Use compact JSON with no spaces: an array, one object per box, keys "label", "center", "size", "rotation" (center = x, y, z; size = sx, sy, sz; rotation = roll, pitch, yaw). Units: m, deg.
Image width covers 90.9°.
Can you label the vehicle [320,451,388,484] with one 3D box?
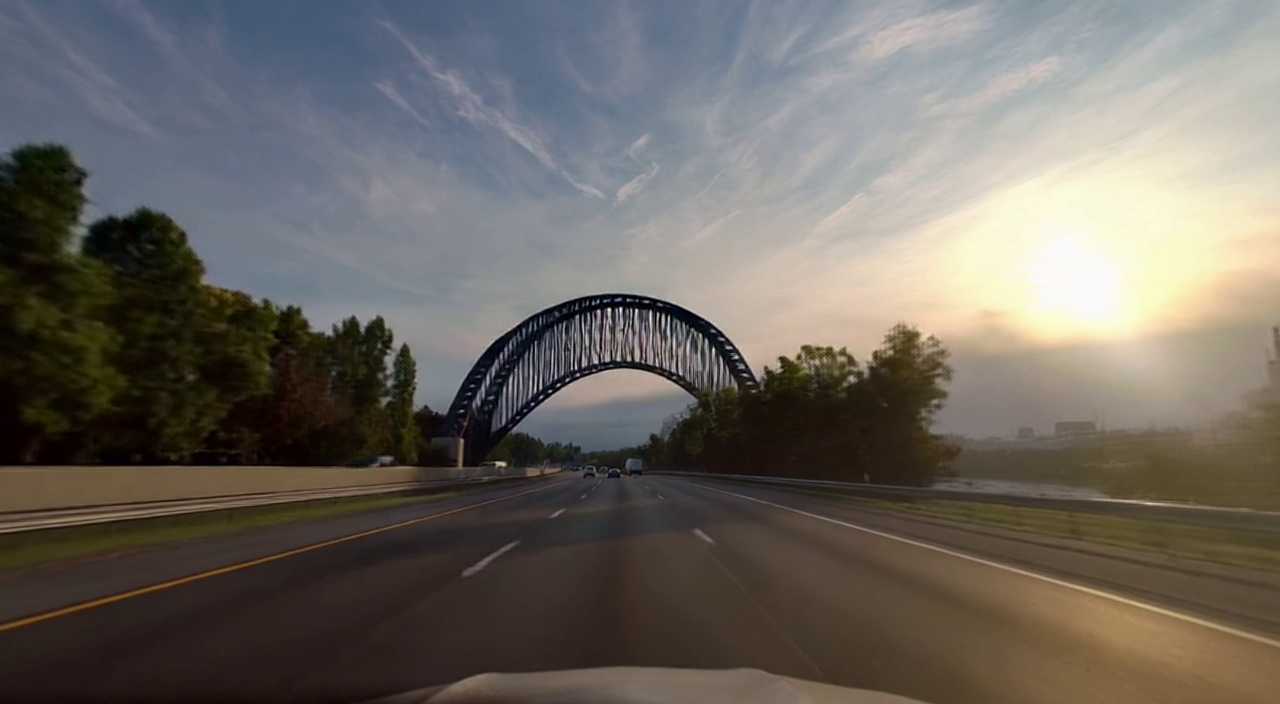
[{"label":"vehicle","center":[-16.375,6.673,36.353],"size":[1.973,1.717,4.397],"rotation":[1,-10,-2]}]
